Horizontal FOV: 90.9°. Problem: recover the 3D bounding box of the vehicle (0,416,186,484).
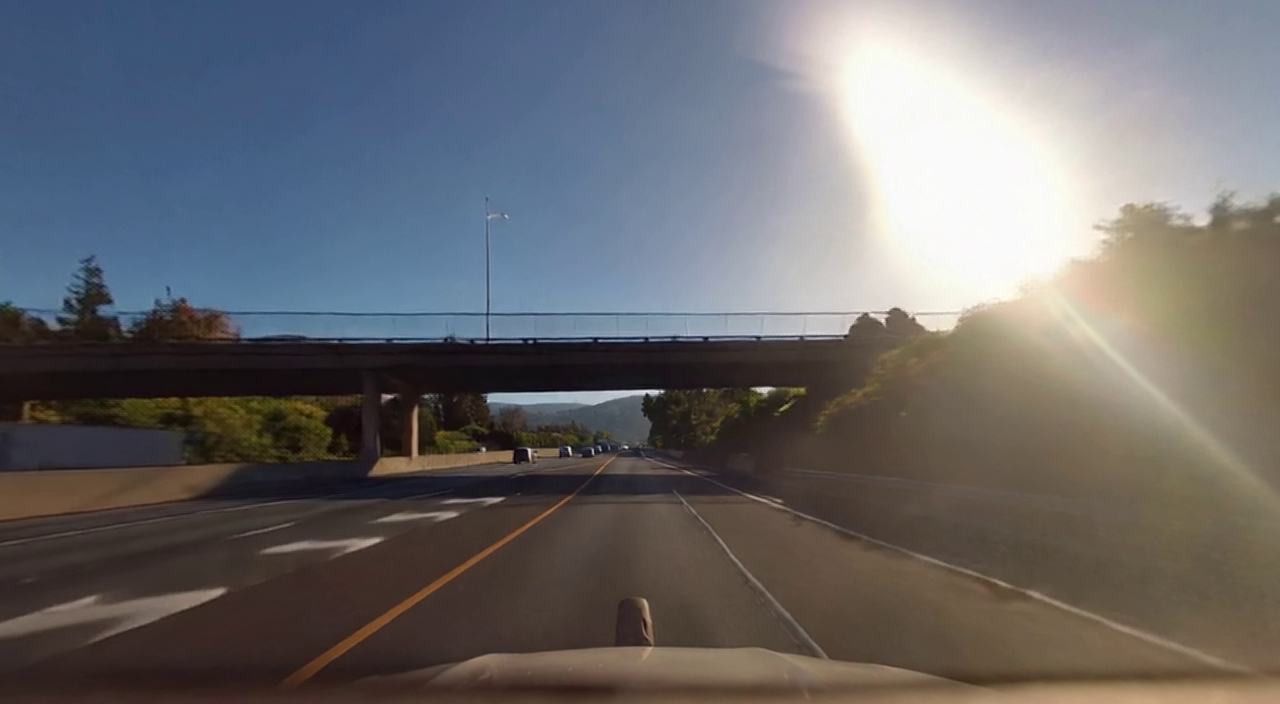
[{"bbox_3d":[-31.314,5.452,34.981,2.715,3.193,12.176,0,-9,2],"label":"vehicle"}]
